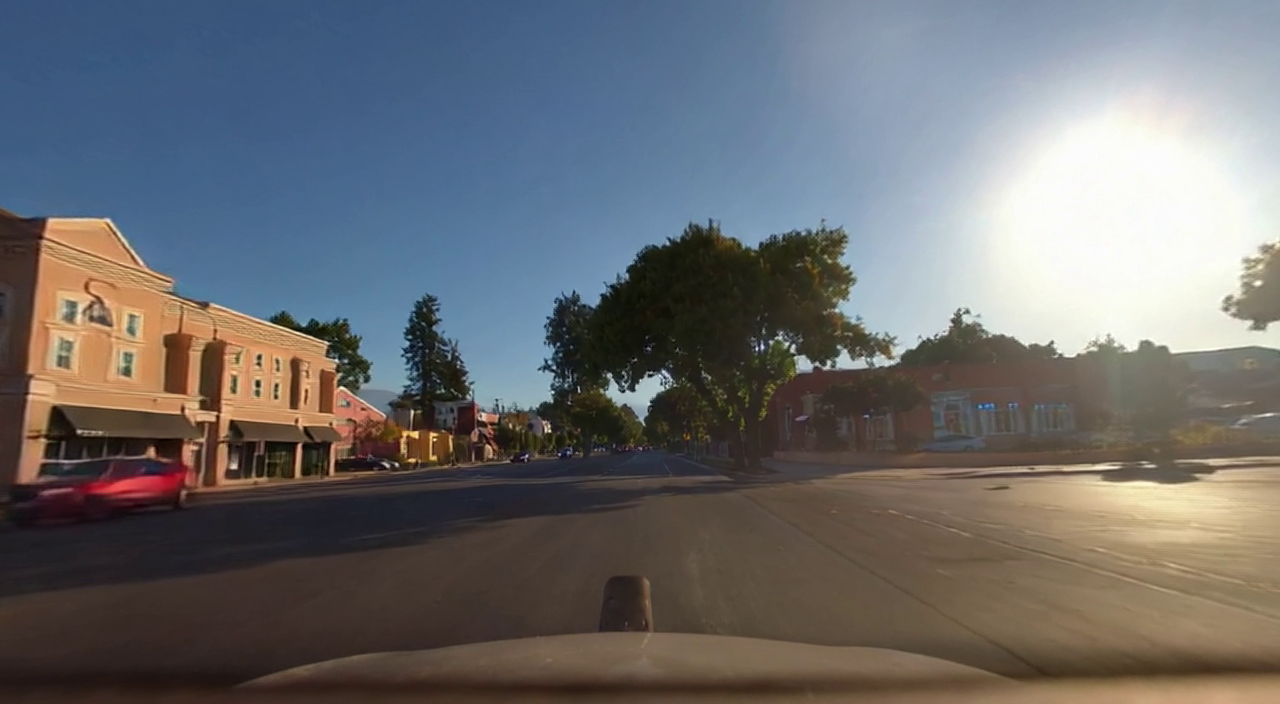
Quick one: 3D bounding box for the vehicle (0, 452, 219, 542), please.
[{"bbox_3d":[-11.725,2.990,13.628,2.033,1.497,4.567,-2,-8,1],"label":"vehicle"}]
